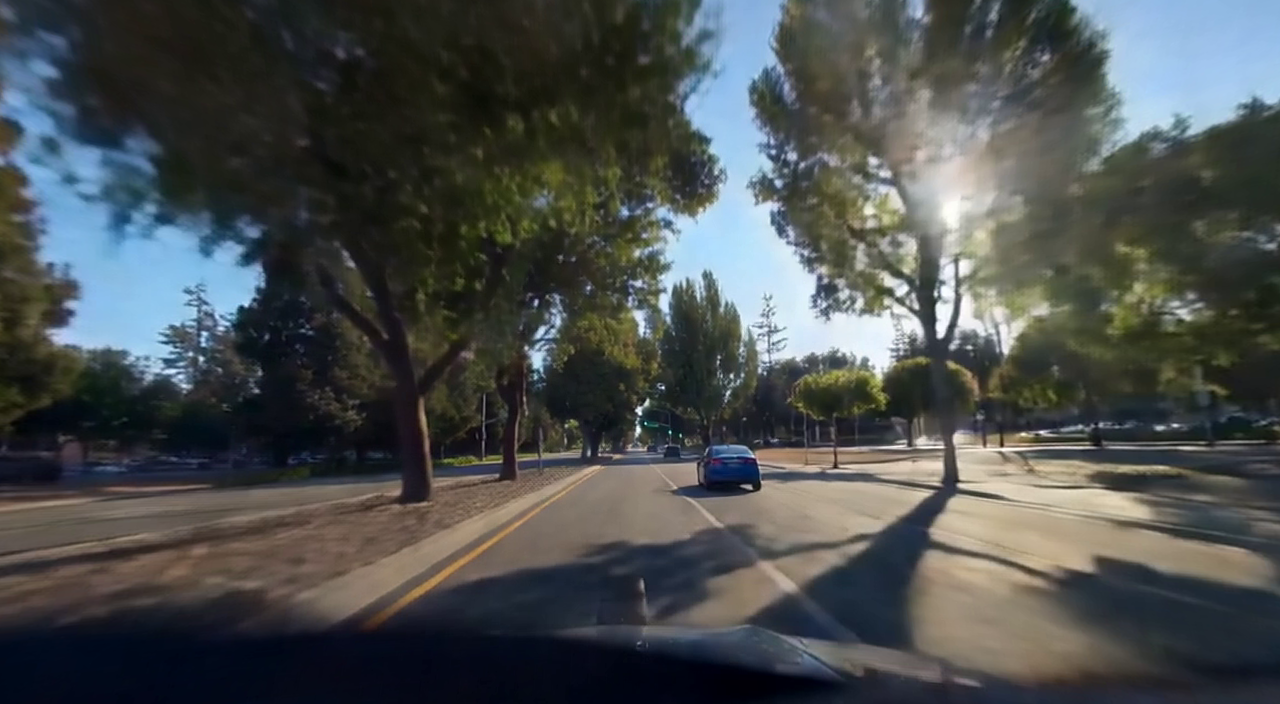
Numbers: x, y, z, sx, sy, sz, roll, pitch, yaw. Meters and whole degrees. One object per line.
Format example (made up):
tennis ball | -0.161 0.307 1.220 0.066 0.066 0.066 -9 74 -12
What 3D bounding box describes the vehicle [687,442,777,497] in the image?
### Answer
vehicle | 2.663 3.524 19.346 2.056 1.483 4.091 0 -8 -2
